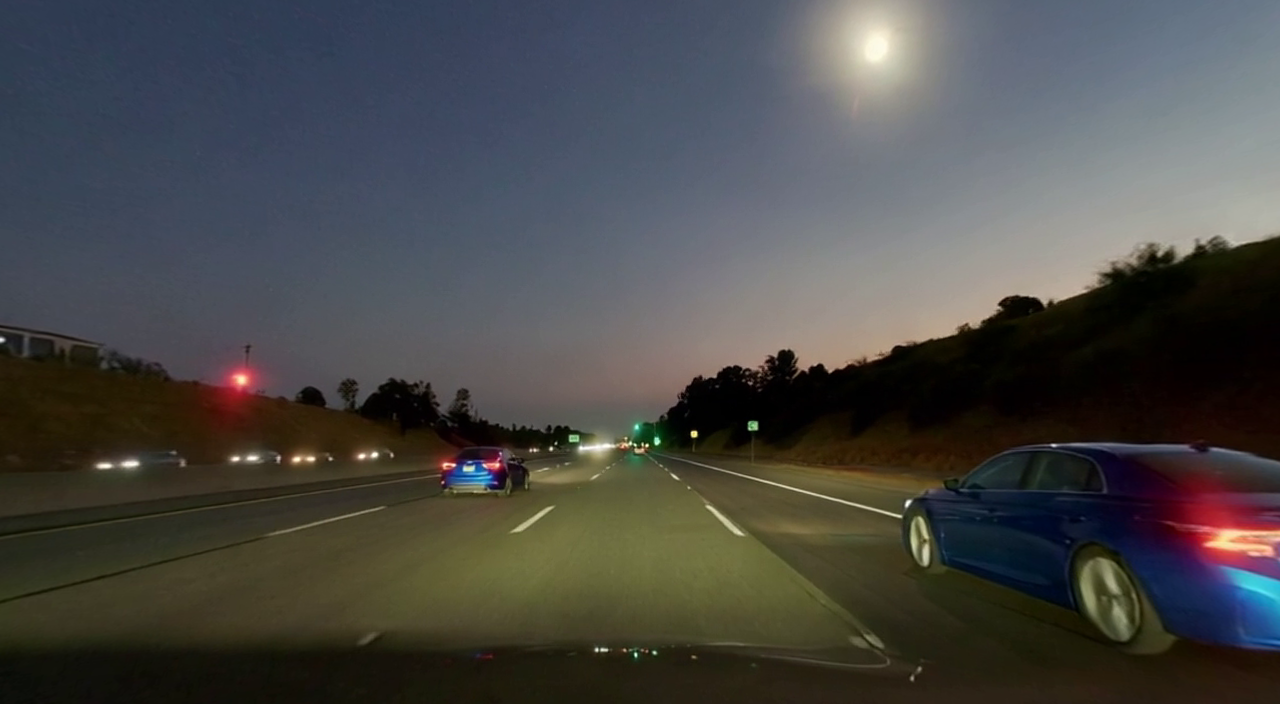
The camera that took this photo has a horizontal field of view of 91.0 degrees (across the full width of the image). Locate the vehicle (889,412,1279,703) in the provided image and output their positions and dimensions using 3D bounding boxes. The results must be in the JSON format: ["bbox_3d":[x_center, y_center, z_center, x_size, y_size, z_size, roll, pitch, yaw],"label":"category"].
[{"bbox_3d":[3.865,1.285,4.599,2.049,1.481,4.774,0,-8,-1],"label":"vehicle"}]

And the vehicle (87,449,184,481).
[{"bbox_3d":[-28.999,6.480,36.382,1.862,1.668,4.381,0,-9,1],"label":"vehicle"}]

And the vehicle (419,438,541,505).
[{"bbox_3d":[-4.000,3.058,16.618,1.987,1.516,4.478,0,-8,1],"label":"vehicle"}]
